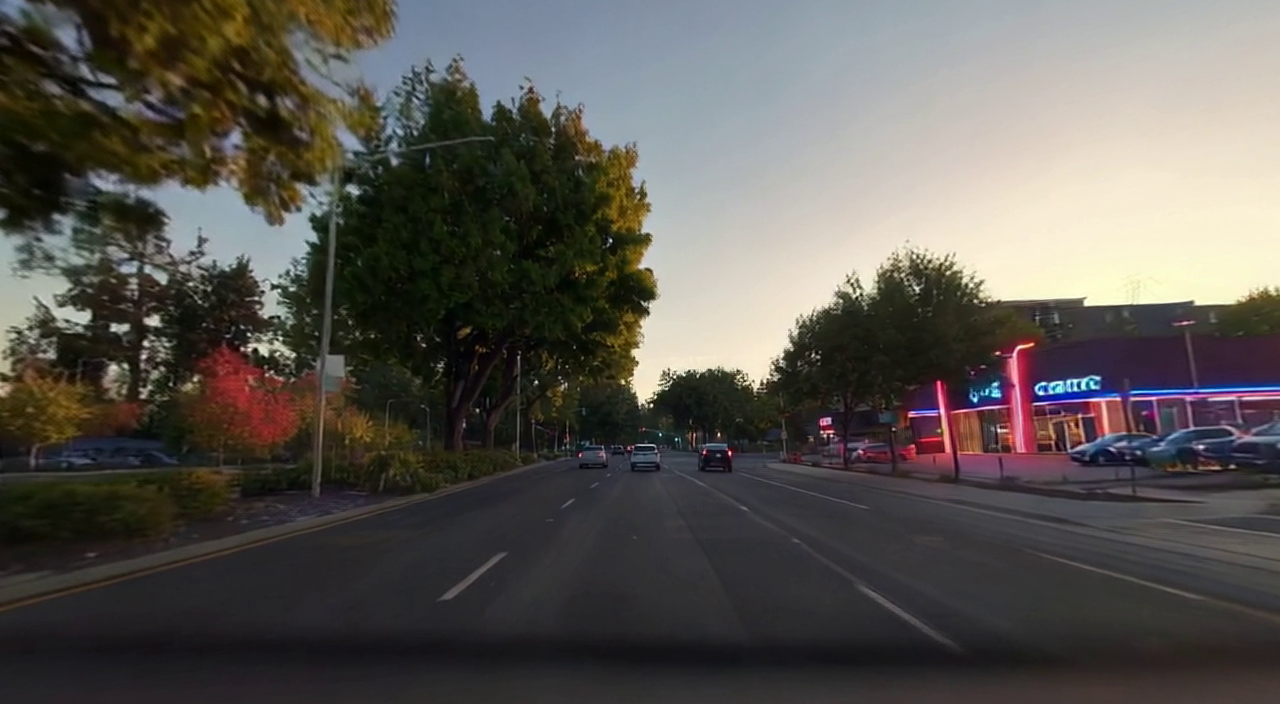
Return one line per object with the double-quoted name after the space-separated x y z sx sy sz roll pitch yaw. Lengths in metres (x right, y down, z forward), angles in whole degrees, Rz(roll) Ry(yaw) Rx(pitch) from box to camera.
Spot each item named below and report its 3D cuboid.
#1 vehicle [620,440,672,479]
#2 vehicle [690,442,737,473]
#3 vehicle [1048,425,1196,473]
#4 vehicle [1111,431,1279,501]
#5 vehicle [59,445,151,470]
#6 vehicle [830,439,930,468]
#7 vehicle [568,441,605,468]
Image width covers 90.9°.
0.219 4.556 26.967 2.059 1.477 4.216 0 -8 0 "vehicle"
3.756 5.462 32.935 2.012 1.462 4.400 0 -8 1 "vehicle"
18.403 3.742 24.428 1.927 1.674 4.638 0 -8 -2 "vehicle"
14.909 2.846 16.215 2.099 1.526 4.555 -1 -8 1 "vehicle"
-36.296 7.167 42.835 4.357 1.591 1.981 0 -9 -2 "vehicle"
12.696 5.392 33.633 4.622 1.469 1.934 -2 -9 8 "vehicle"
-3.336 6.503 40.218 1.995 1.607 4.086 0 -8 0 "vehicle"
